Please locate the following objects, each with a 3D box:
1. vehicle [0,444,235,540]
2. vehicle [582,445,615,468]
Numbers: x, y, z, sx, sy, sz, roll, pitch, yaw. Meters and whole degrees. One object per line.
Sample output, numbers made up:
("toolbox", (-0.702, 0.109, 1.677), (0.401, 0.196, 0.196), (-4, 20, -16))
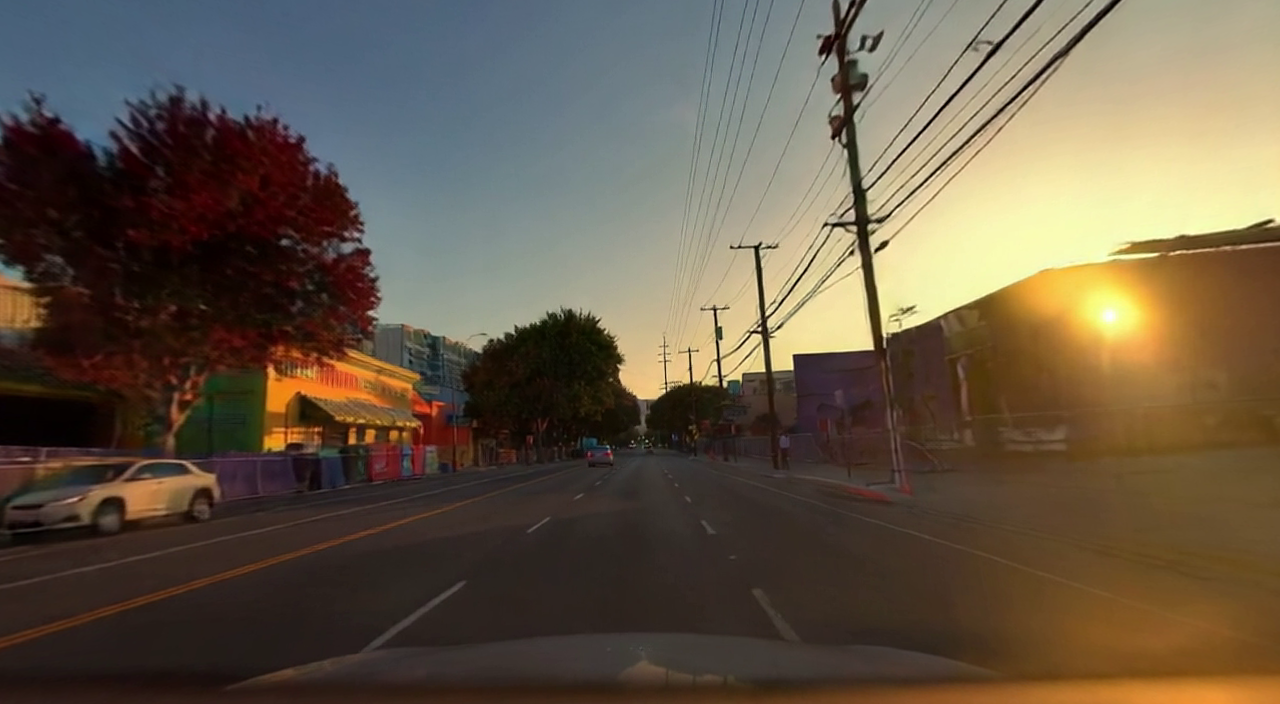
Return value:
("vehicle", (-12.073, 3.164, 14.941), (2.052, 1.898, 4.253), (0, -8, 0))
("vehicle", (-2.980, 7.669, 46.488), (2.036, 1.589, 4.549), (-1, -8, 2))
